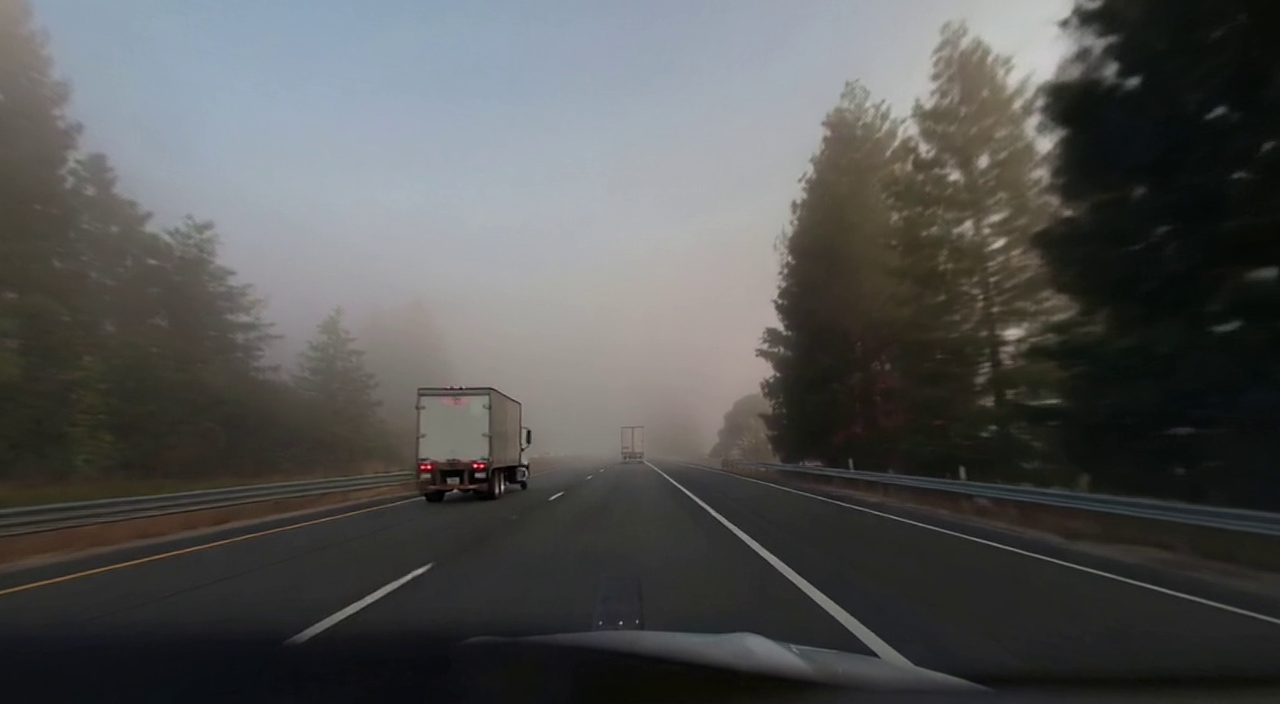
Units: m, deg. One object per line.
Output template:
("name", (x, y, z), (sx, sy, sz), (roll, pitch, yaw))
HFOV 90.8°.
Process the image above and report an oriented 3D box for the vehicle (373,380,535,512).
("vehicle", (-4.512, 2.504, 16.742), (2.368, 2.813, 6.329), (0, -9, 0))
